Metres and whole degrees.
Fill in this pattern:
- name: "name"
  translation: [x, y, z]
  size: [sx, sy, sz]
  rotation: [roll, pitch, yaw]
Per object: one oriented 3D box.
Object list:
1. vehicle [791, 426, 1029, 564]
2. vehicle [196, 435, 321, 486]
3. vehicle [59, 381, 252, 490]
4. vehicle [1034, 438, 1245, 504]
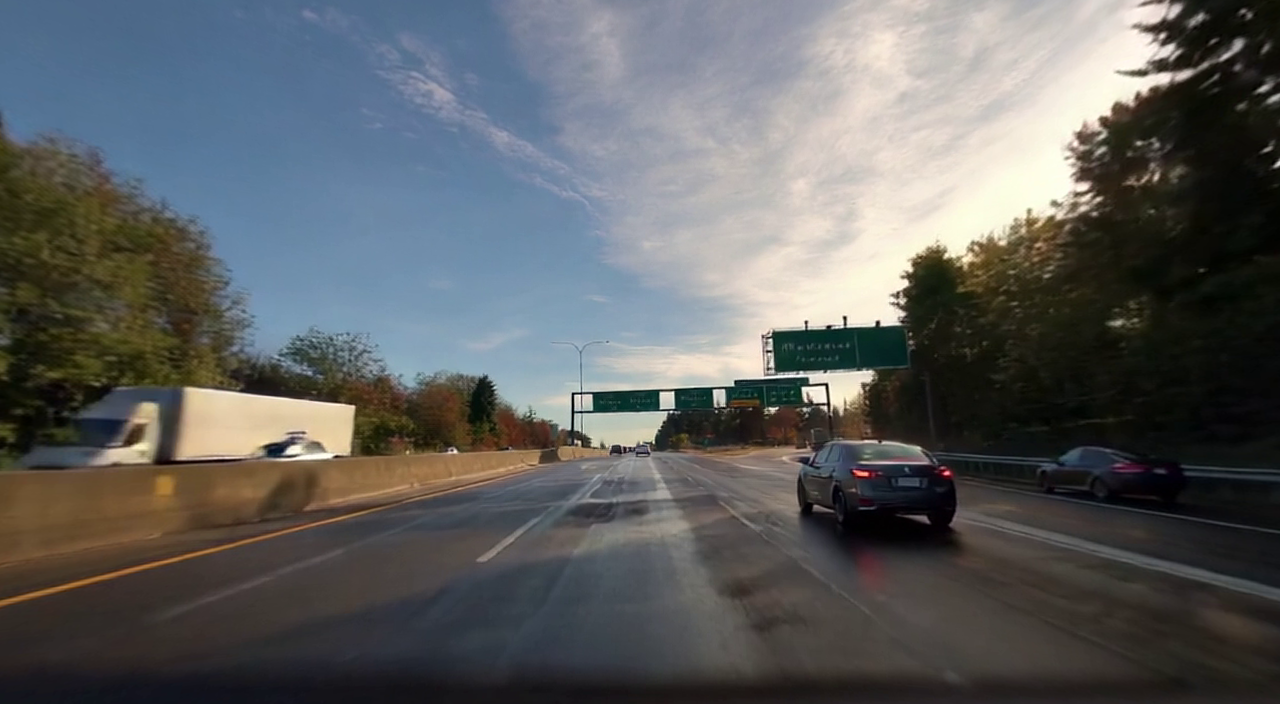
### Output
- name: "vehicle"
  translation: [3.662, 1.970, 9.456]
  size: [1.909, 1.599, 3.943]
  rotation: [0, -8, 2]
- name: "vehicle"
  translation: [-15.344, 4.347, 25.686]
  size: [2.058, 1.871, 4.726]
  rotation: [0, -8, 0]
- name: "vehicle"
  translation: [-19.447, 3.449, 25.875]
  size: [2.999, 3.957, 5.931]
  rotation: [0, -8, 0]
- name: "vehicle"
  translation: [12.611, 2.999, 16.405]
  size: [2.002, 1.445, 4.637]
  rotation: [-1, -8, 5]
